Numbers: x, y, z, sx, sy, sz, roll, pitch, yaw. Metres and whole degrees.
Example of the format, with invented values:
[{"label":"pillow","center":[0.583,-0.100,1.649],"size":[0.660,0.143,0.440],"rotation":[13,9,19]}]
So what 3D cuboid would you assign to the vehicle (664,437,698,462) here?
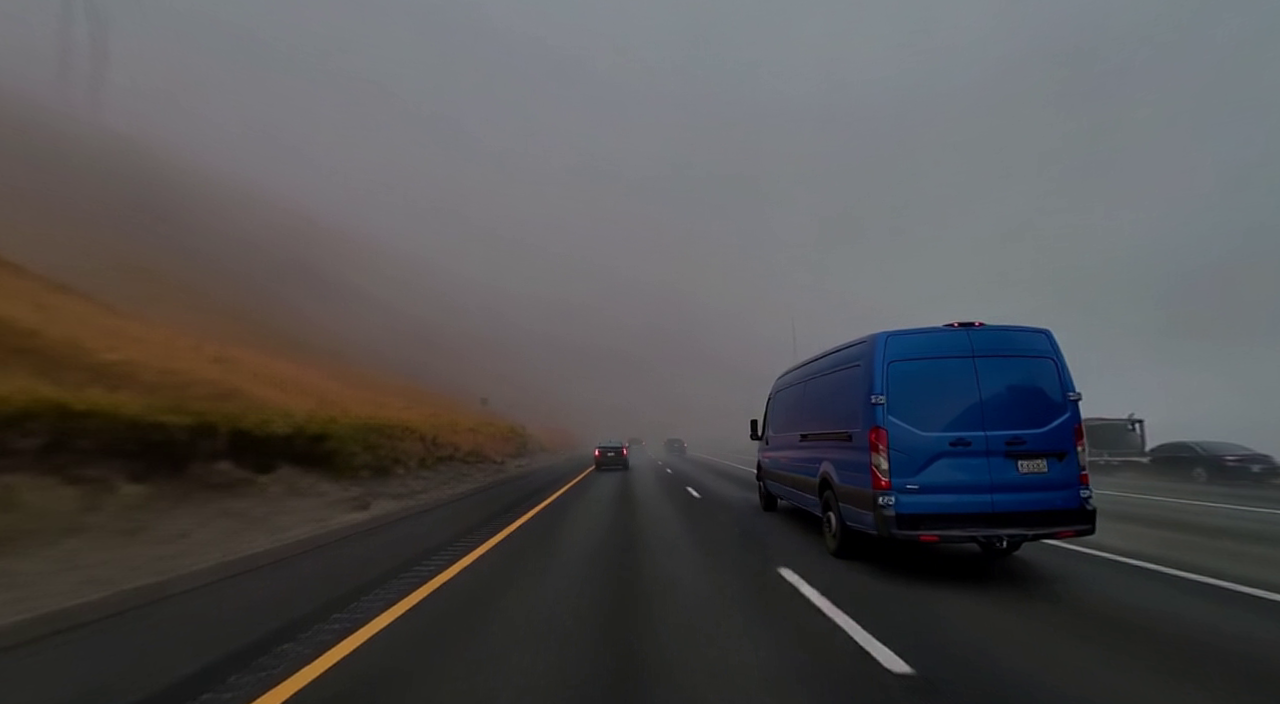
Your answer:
[{"label":"vehicle","center":[2.938,7.076,46.062],"size":[2.108,1.717,3.996],"rotation":[0,-8,-1]}]

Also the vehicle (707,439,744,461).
[{"label":"vehicle","center":[6.362,7.370,47.564],"size":[1.958,1.514,4.930],"rotation":[0,-8,-2]}]

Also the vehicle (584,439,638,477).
[{"label":"vehicle","center":[-1.151,4.401,26.506],"size":[2.082,1.445,3.826],"rotation":[0,-8,-1]}]

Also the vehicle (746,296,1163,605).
[{"label":"vehicle","center":[3.147,1.224,8.318],"size":[2.365,2.630,5.754],"rotation":[0,-8,-1]}]
